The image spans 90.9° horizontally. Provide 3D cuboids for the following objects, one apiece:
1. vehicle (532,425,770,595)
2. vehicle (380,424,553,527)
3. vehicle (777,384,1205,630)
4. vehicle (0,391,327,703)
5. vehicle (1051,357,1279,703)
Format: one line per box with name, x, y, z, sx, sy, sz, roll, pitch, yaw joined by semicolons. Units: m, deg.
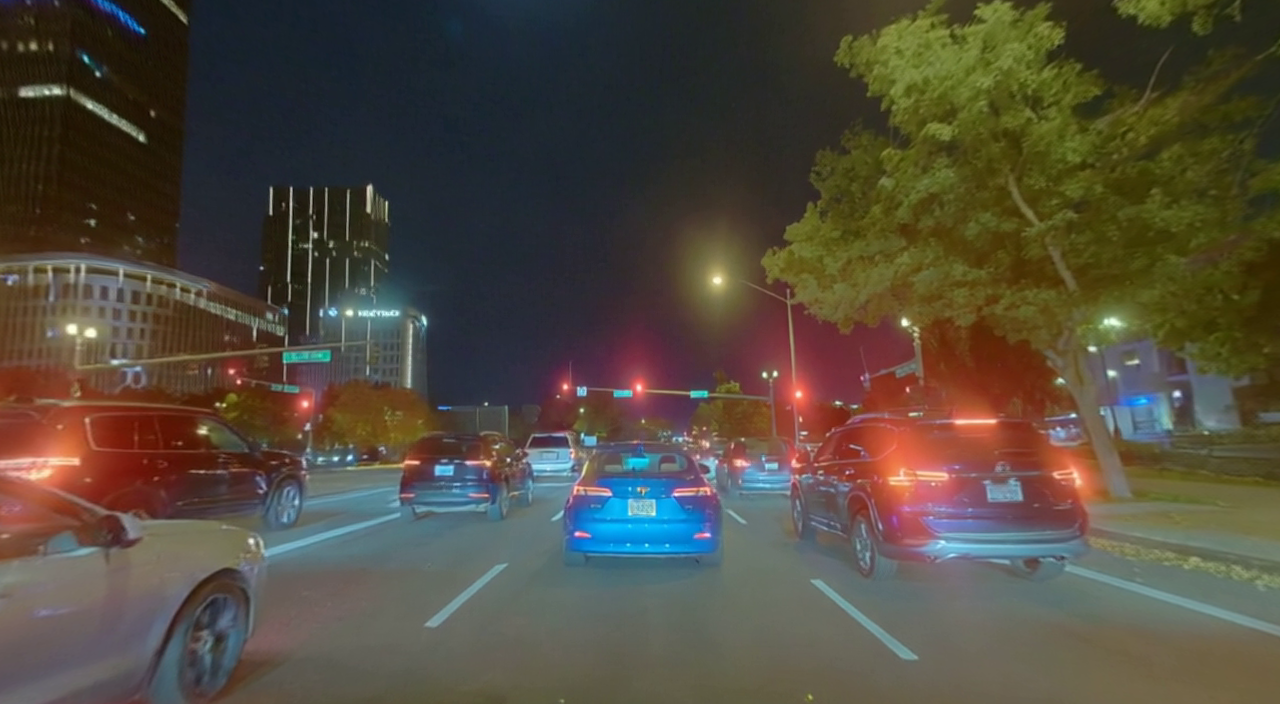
vehicle;0.088;1.730;7.750;2.147;1.507;3.953;0;-8;0
vehicle;-3.285;2.454;13.099;2.168;1.719;4.561;-1;-9;2
vehicle;3.052;1.456;6.864;2.108;1.785;4.334;0;-9;0
vehicle;-3.355;0.884;2.108;2.144;1.505;4.635;-1;-9;1
vehicle;2.865;0.586;0.438;2.051;1.548;4.532;0;-9;0
